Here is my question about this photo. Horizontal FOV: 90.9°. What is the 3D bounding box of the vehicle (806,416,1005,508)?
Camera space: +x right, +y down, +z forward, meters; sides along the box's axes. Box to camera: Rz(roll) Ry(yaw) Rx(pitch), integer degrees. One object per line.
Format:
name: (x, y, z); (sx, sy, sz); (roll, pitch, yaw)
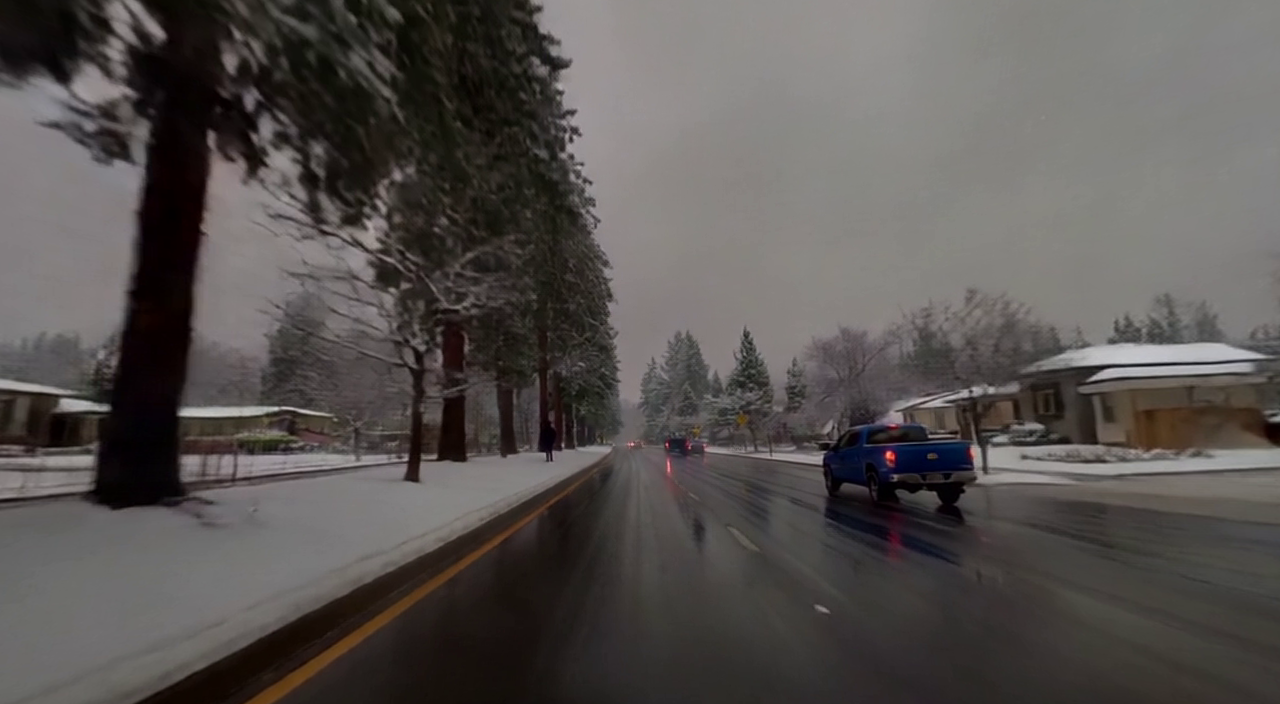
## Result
vehicle: (5.953, 2.576, 15.206); (2.262, 1.769, 5.666); (0, -8, -1)

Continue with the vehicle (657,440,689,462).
vehicle: (2.533, 7.684, 49.166); (2.061, 1.632, 4.222); (0, -8, -2)
